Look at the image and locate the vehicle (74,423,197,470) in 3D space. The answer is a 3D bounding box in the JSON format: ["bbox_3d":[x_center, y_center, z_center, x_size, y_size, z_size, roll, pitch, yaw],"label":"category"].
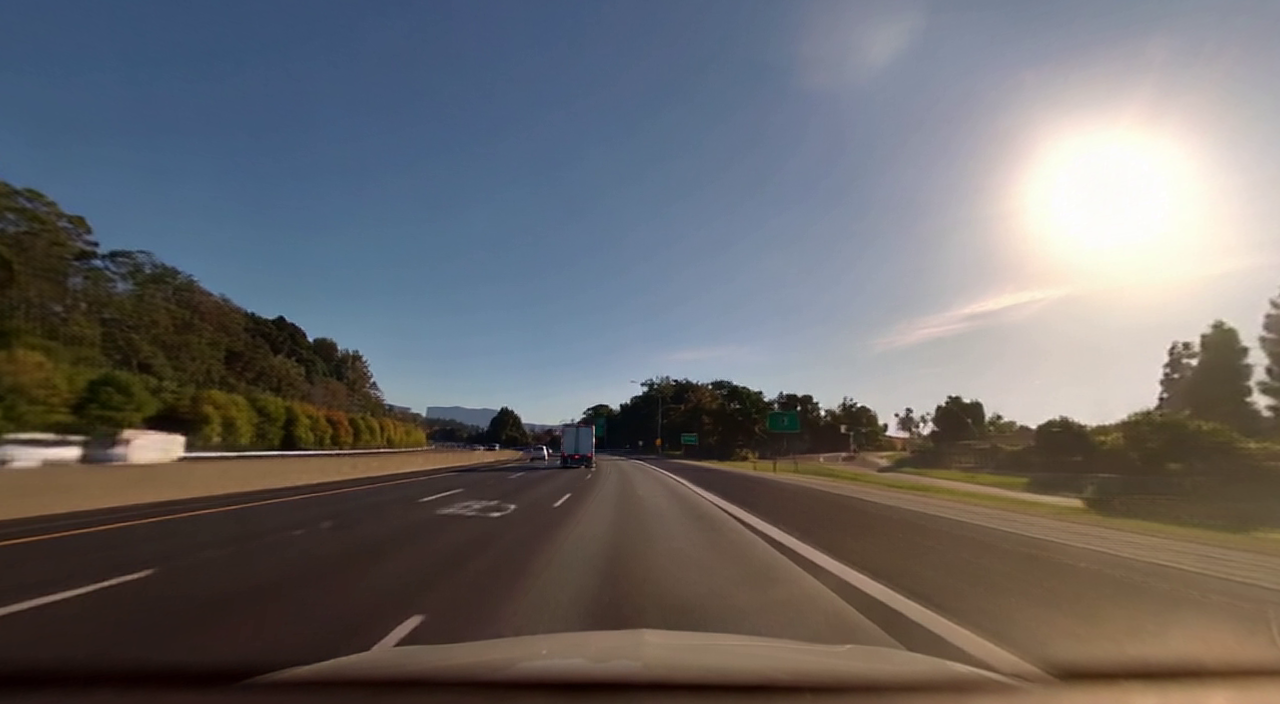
[{"bbox_3d":[-26.274,4.957,33.125,2.466,2.214,4.830,0,-8,-2],"label":"vehicle"}]

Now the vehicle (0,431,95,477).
[{"bbox_3d":[-26.033,4.274,26.466,2.037,1.780,4.913,0,-8,-3],"label":"vehicle"}]
